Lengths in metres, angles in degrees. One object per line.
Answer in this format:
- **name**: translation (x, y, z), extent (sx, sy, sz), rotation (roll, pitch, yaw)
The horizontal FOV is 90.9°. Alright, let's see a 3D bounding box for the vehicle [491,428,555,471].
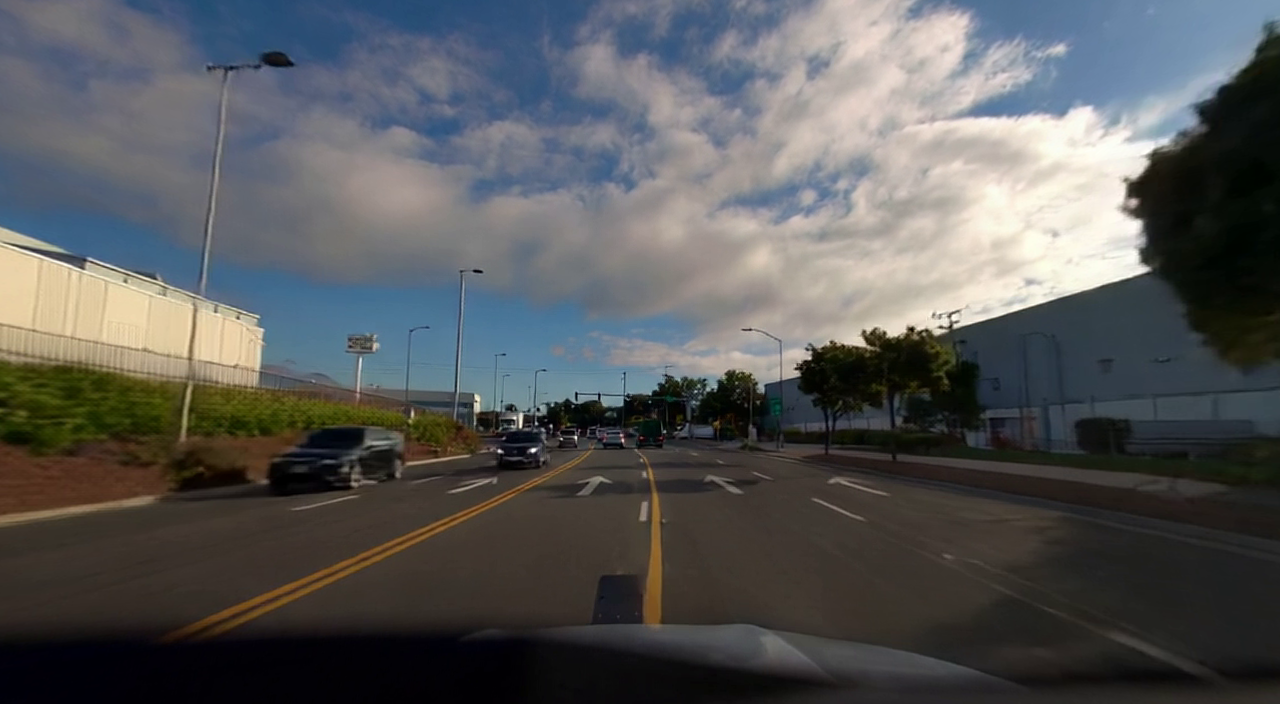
- **vehicle**: translation (-4.395, 3.696, 24.243), extent (1.727, 1.519, 3.805), rotation (0, -7, 0)

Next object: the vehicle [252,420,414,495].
- **vehicle**: translation (-7.362, 2.542, 15.639), extent (1.957, 1.588, 3.965), rotation (0, -7, 1)
